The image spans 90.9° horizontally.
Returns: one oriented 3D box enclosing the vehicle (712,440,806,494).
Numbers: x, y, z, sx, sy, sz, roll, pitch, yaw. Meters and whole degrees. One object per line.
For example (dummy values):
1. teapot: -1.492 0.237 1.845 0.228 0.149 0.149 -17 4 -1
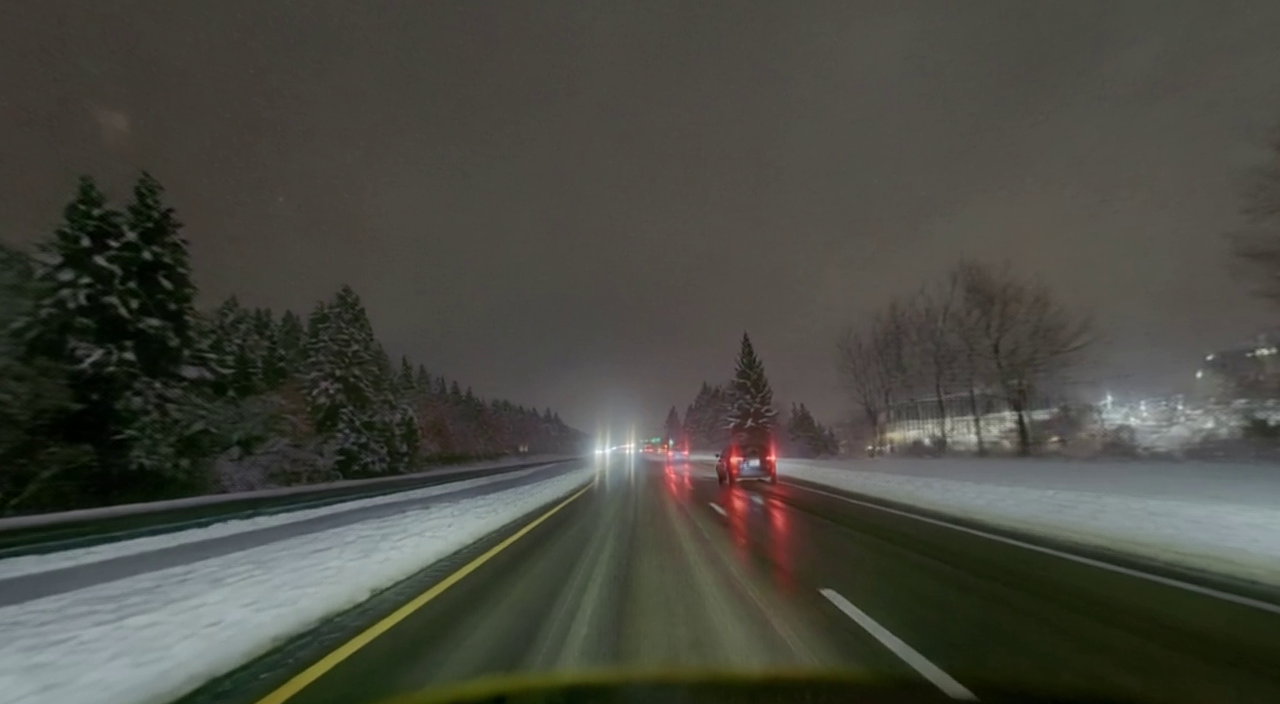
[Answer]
1. vehicle: 3.682 3.646 20.446 2.042 1.518 4.477 0 -8 -2
